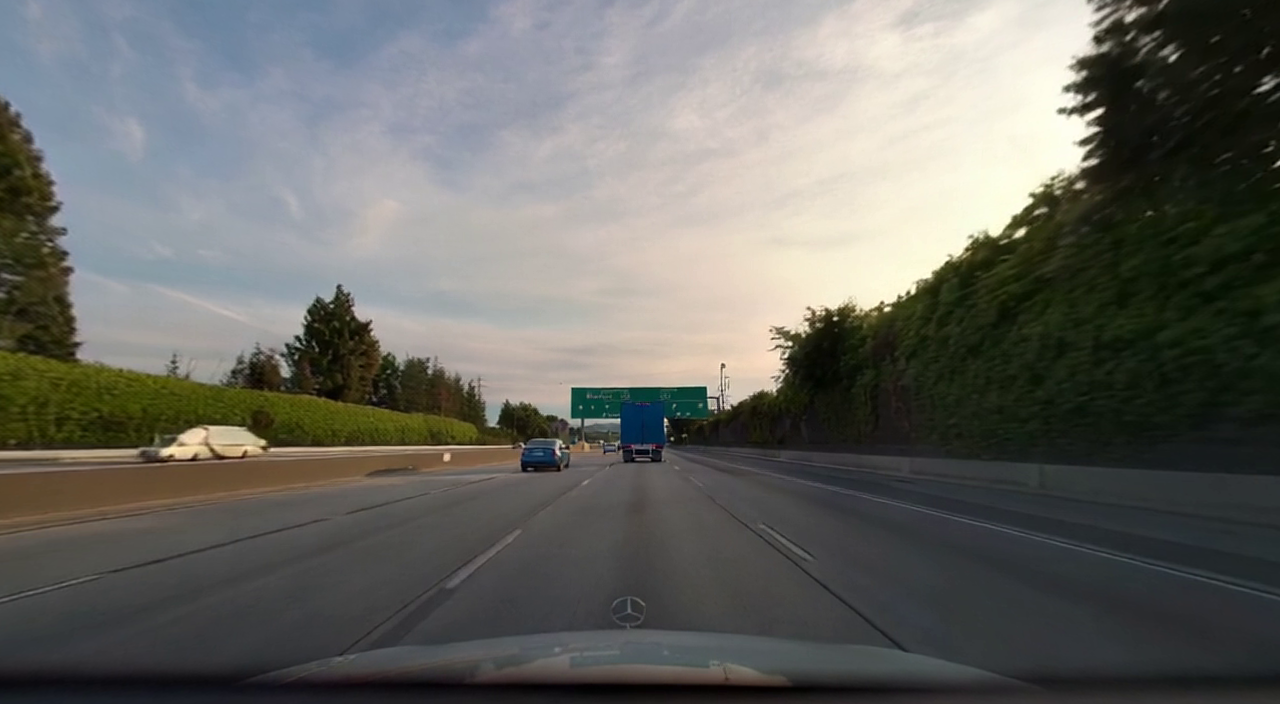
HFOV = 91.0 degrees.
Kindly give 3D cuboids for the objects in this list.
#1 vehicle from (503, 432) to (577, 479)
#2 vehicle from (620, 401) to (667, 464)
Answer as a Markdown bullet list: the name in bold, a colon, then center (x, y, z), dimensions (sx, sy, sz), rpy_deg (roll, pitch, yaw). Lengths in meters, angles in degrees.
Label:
- **vehicle**: center (-3.922, 4.150, 25.625), dimensions (2.186, 1.716, 4.672), rpy_deg (0, -8, 1)
- **vehicle**: center (0.210, 6.348, 48.760), dimensions (3.078, 4.031, 16.069), rpy_deg (0, -8, 0)
